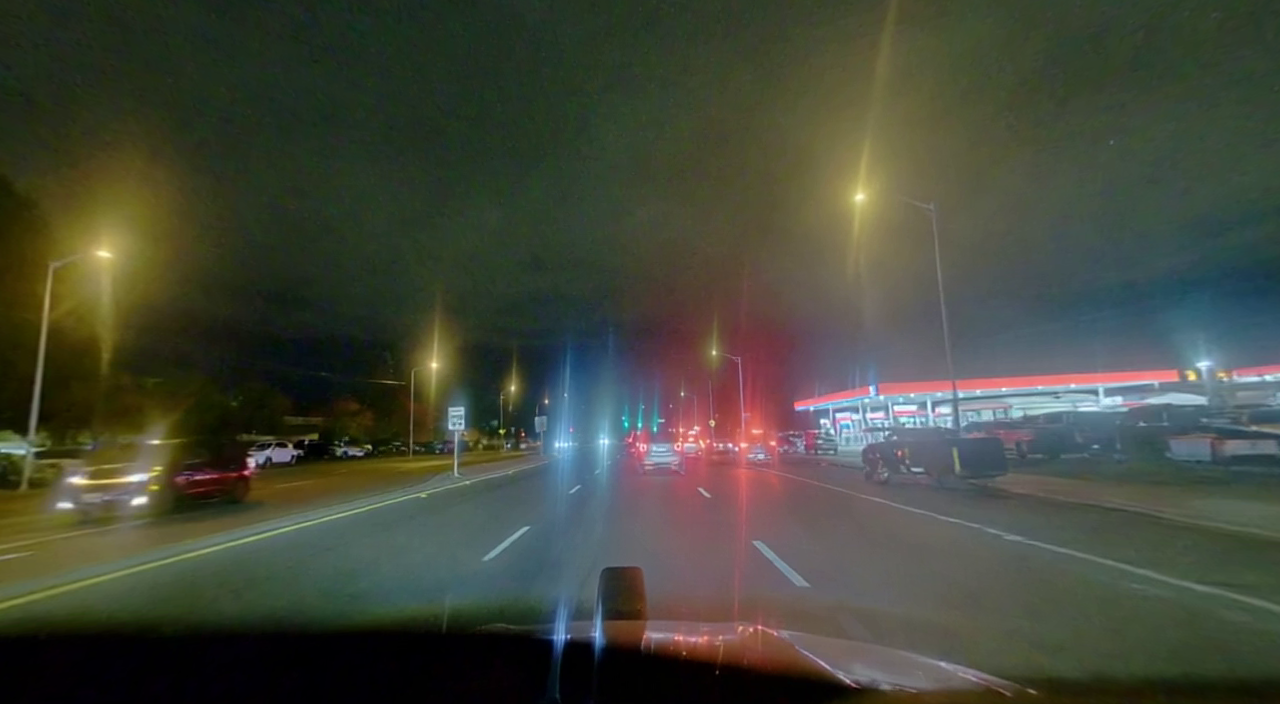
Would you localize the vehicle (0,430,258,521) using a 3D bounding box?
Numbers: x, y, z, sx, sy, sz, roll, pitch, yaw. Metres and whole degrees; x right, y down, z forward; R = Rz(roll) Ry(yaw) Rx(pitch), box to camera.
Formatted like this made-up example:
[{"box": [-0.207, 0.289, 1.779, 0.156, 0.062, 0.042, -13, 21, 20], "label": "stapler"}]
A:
[{"box": [-10.916, 2.633, 13.990, 2.002, 1.694, 4.384, 0, -8, 0], "label": "vehicle"}]

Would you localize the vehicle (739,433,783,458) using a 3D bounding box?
[{"box": [7.616, 5.927, 39.929, 1.818, 1.459, 4.806, 0, -8, 0], "label": "vehicle"}]

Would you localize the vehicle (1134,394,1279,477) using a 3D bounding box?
[{"box": [13.659, 1.844, 13.726, 1.844, 1.650, 4.415, 1, -8, -5], "label": "vehicle"}]

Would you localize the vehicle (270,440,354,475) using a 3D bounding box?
[{"box": [-17.571, 5.638, 33.941, 1.995, 1.740, 4.673, 0, -8, 0], "label": "vehicle"}]

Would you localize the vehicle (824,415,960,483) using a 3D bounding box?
[{"box": [7.373, 2.917, 19.036, 2.032, 1.776, 4.782, 0, -8, -1], "label": "vehicle"}]

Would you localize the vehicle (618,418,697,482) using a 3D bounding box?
[{"box": [0.573, 3.245, 20.978, 2.317, 1.857, 5.150, 0, -8, 1], "label": "vehicle"}]

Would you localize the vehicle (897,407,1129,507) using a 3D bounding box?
[{"box": [7.471, 2.172, 13.321, 1.970, 1.744, 4.662, 0, -8, -1], "label": "vehicle"}]
